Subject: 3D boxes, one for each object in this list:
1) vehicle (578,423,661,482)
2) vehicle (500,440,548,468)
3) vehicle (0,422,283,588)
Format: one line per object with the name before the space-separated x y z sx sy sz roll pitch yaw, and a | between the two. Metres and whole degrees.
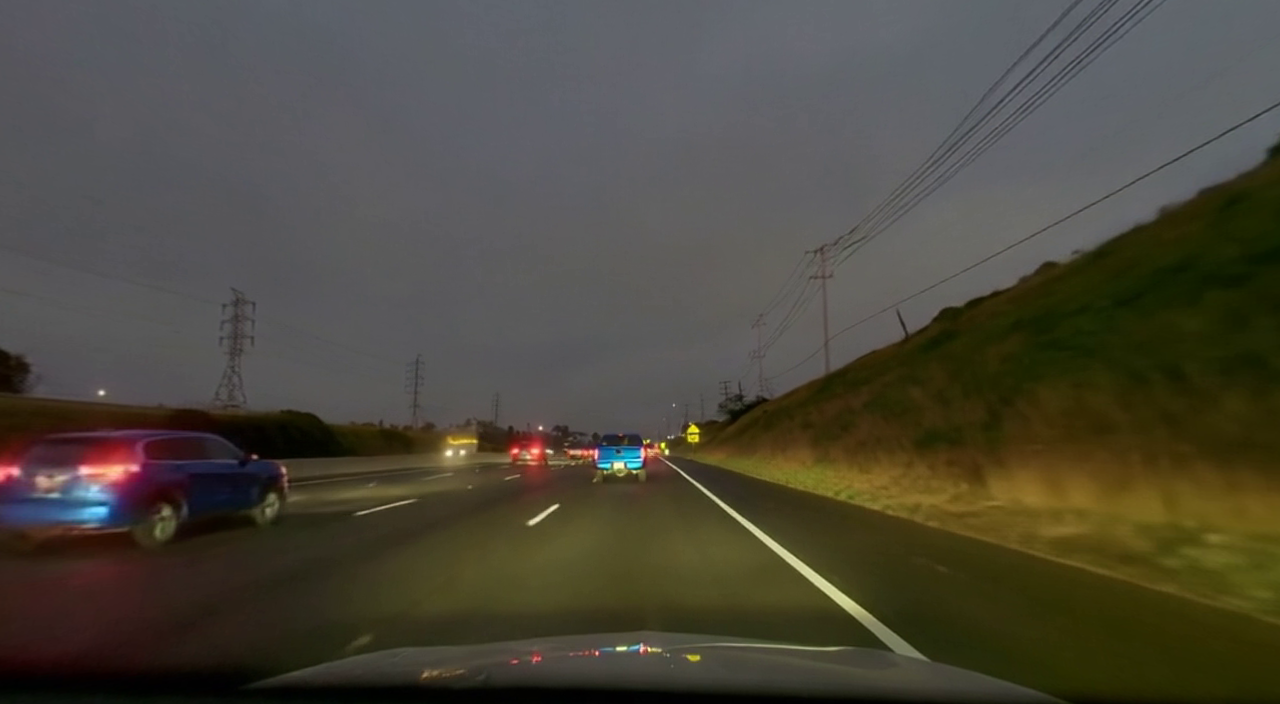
vehicle | -0.732 4.081 25.761 2.972 2.087 6.126 0 -8 0
vehicle | -7.130 6.314 39.075 2.055 1.618 4.457 0 -9 1
vehicle | -7.125 1.737 7.905 2.189 1.553 5.202 0 -8 0
